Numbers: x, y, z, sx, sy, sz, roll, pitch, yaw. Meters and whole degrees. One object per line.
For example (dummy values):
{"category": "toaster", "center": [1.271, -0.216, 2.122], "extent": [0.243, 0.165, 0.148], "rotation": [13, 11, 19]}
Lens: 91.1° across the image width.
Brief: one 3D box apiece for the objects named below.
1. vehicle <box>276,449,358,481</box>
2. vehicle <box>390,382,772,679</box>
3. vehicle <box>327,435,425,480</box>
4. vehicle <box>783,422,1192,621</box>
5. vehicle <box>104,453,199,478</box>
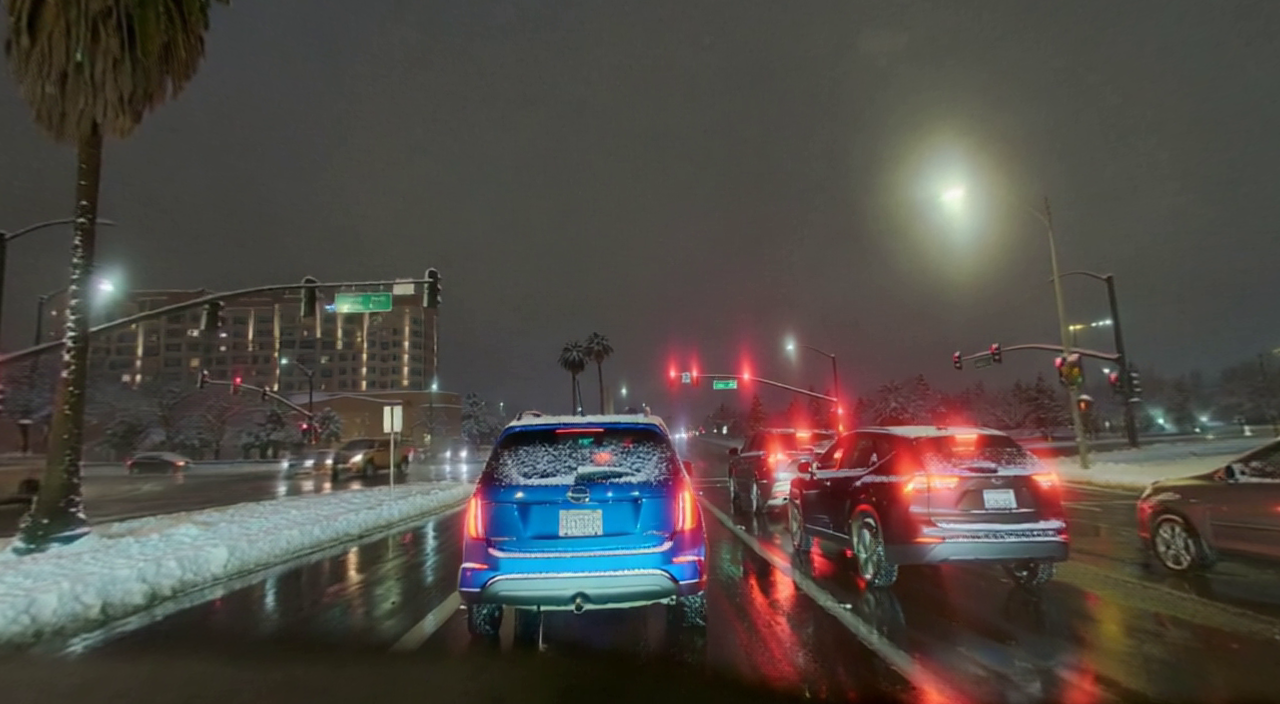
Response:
{"category": "vehicle", "center": [-16.894, 5.894, 33.067], "extent": [1.951, 1.500, 4.372], "rotation": [0, -8, 1]}
{"category": "vehicle", "center": [-0.336, 1.319, 5.699], "extent": [2.172, 1.694, 4.055], "rotation": [0, -8, 0]}
{"category": "vehicle", "center": [-12.554, 5.059, 30.397], "extent": [2.317, 1.924, 5.636], "rotation": [0, -9, -1]}
{"category": "vehicle", "center": [3.120, 1.608, 7.001], "extent": [1.971, 1.473, 4.495], "rotation": [0, -8, 0]}
{"category": "vehicle", "center": [-36.615, 8.507, 47.121], "extent": [5.347, 1.785, 2.123], "rotation": [0, -8, 1]}
